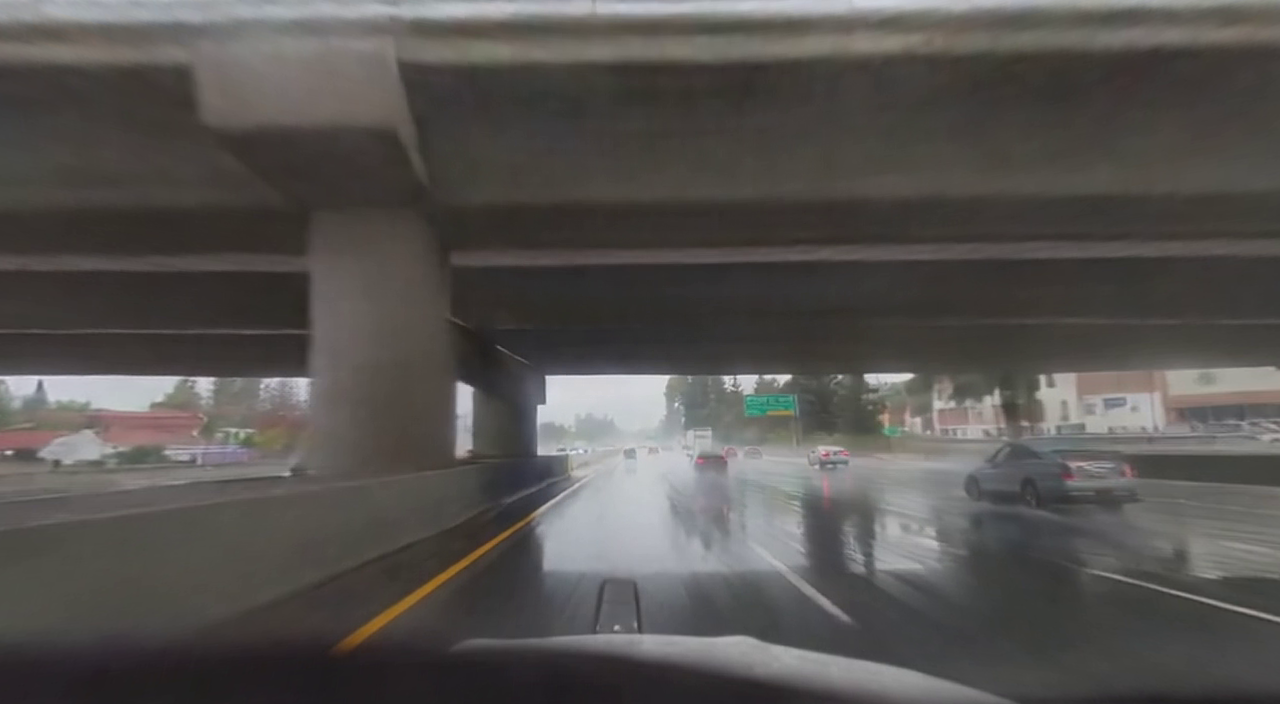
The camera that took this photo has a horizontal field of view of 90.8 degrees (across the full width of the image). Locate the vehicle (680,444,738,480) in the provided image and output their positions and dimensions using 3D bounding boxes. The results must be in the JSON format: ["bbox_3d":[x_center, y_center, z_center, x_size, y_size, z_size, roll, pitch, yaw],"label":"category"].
[{"bbox_3d":[3.056,4.976,28.889,1.993,1.507,4.594,0,-9,-2],"label":"vehicle"}]

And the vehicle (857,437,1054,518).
[{"bbox_3d":[6.616,2.668,13.959,1.952,1.489,4.483,0,-9,-1],"label":"vehicle"}]

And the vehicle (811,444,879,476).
[{"bbox_3d":[9.909,5.223,30.838,1.838,1.440,4.121,0,-9,-2],"label":"vehicle"}]
